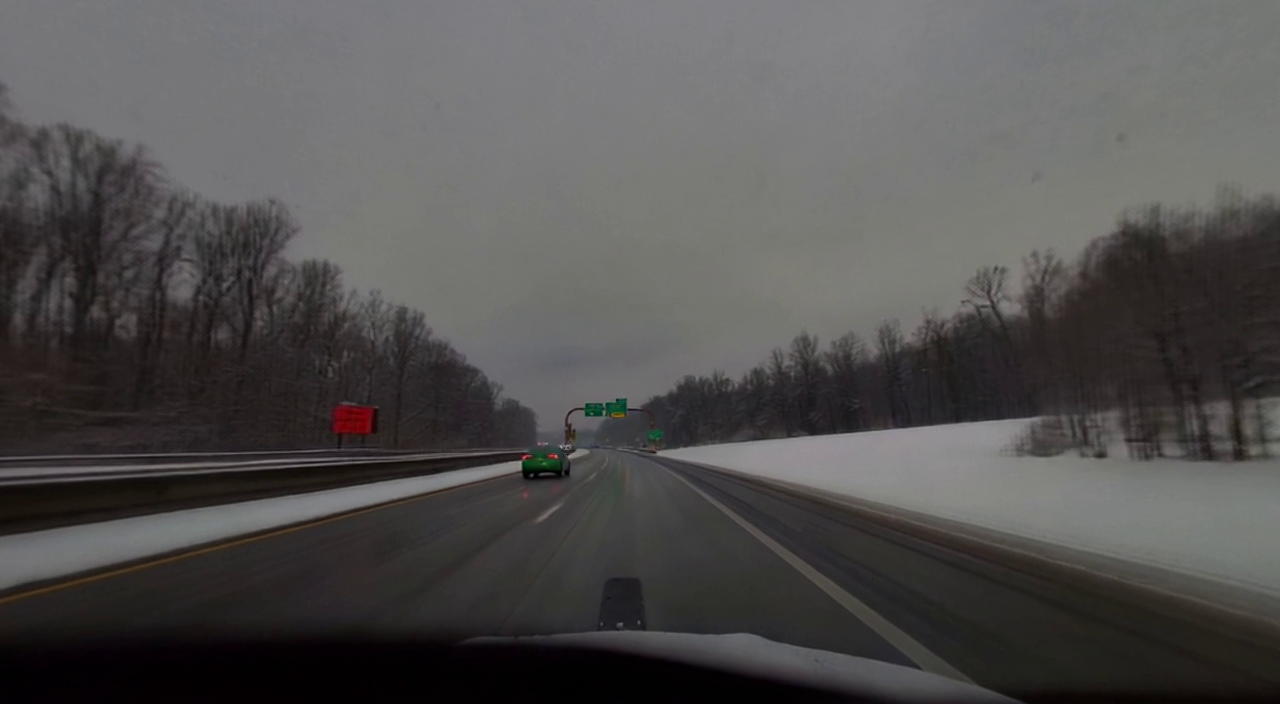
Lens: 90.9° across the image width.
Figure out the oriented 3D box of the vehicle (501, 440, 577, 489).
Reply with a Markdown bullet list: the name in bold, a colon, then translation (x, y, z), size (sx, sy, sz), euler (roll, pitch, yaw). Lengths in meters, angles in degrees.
- **vehicle**: translation (-3.403, 3.864, 22.000), size (1.990, 1.532, 3.911), euler (0, -9, 0)
